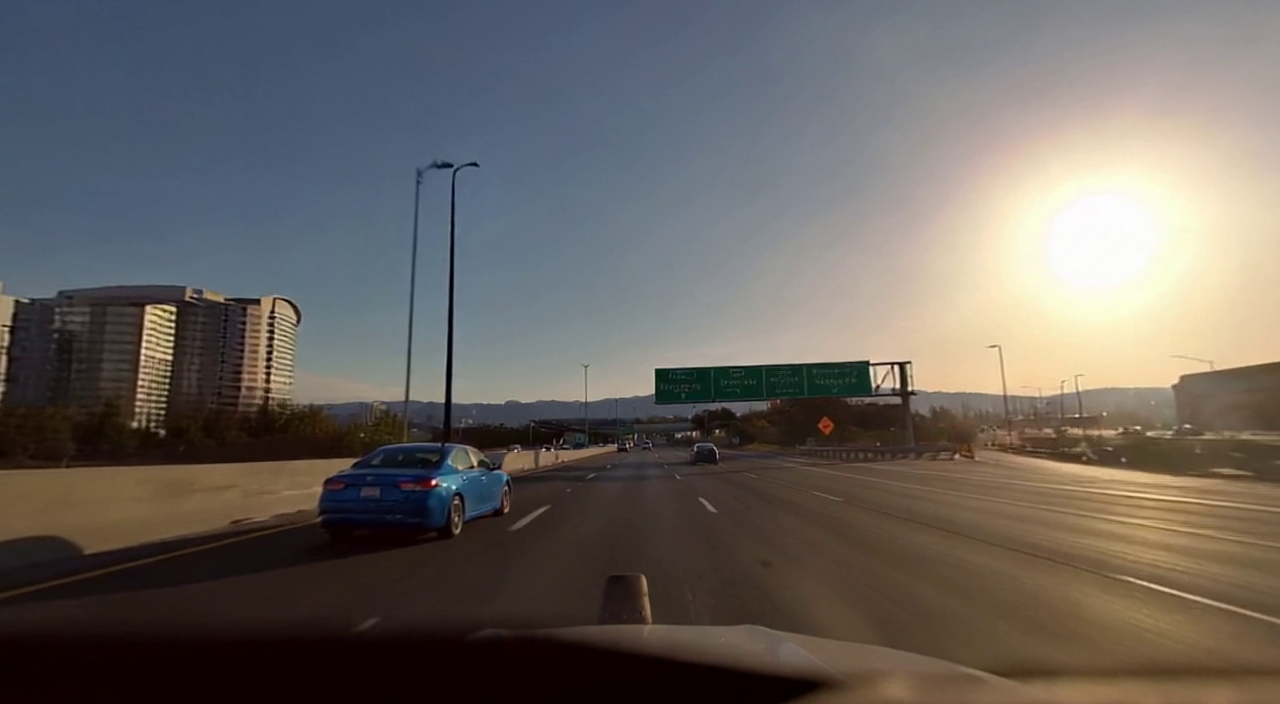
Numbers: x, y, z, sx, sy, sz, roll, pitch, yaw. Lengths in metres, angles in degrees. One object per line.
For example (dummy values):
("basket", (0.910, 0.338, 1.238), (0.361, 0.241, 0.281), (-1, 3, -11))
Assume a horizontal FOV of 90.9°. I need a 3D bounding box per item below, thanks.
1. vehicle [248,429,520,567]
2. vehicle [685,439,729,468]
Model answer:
("vehicle", (-3.294, 1.959, 9.380), (1.979, 1.505, 4.705), (0, -8, 1))
("vehicle", (3.682, 5.663, 35.463), (1.949, 1.515, 4.374), (0, -8, -1))
